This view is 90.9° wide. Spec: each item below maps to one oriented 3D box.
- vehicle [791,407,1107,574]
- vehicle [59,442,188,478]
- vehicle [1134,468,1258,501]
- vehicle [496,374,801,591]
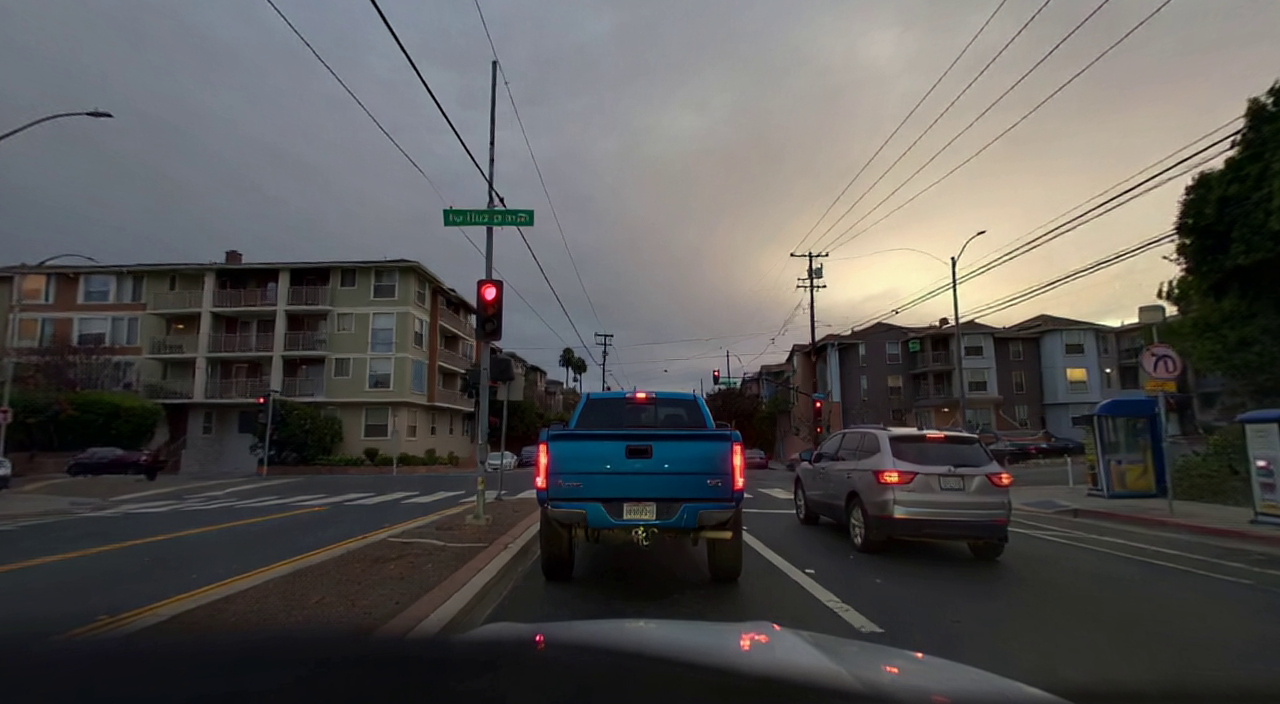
[{"bbox_3d":[3.857,1.824,9.129,2.131,1.759,4.762,0,-8,0],"label":"vehicle"},{"bbox_3d":[-24.856,5.189,30.426,4.563,1.692,1.778,0,-8,-1],"label":"vehicle"},{"bbox_3d":[26.375,6.284,29.996,4.071,1.388,1.884,0,-8,1],"label":"vehicle"},{"bbox_3d":[0.105,1.549,8.308,2.738,1.959,5.070,0,-8,1],"label":"vehicle"}]
